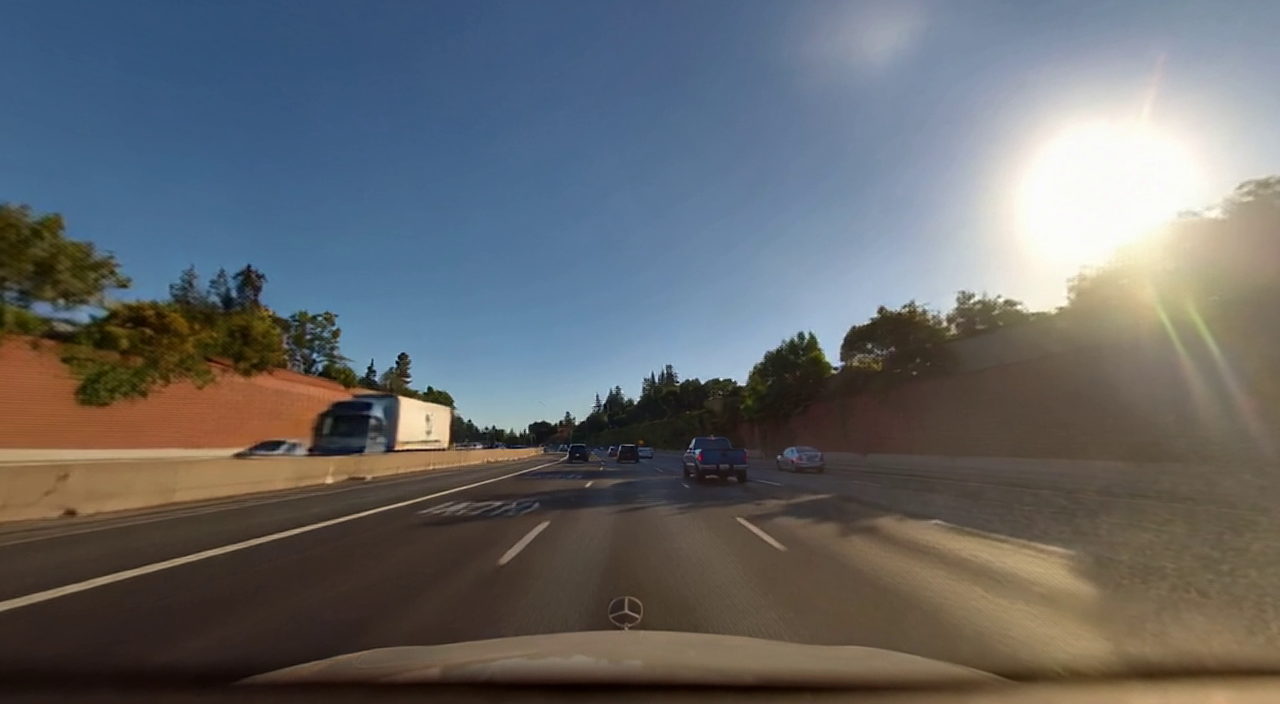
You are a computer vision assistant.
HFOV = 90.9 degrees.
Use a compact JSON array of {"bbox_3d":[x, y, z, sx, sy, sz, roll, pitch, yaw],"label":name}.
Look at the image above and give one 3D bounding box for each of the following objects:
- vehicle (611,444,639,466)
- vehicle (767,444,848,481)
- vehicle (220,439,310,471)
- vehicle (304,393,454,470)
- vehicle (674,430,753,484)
[{"bbox_3d":[-1.202,7.900,48.653,2.050,1.607,3.821,0,-8,-4],"label":"vehicle"},{"bbox_3d":[7.282,4.828,28.004,1.976,1.485,4.925,0,-8,-3],"label":"vehicle"},{"bbox_3d":[-18.459,5.092,31.330,1.895,1.465,4.334,0,-8,-2],"label":"vehicle"},{"bbox_3d":[-14.468,4.780,36.982,3.332,3.597,13.916,0,-8,-2],"label":"vehicle"},{"bbox_3d":[2.878,4.304,26.194,2.374,1.952,5.431,0,-8,-3],"label":"vehicle"}]
